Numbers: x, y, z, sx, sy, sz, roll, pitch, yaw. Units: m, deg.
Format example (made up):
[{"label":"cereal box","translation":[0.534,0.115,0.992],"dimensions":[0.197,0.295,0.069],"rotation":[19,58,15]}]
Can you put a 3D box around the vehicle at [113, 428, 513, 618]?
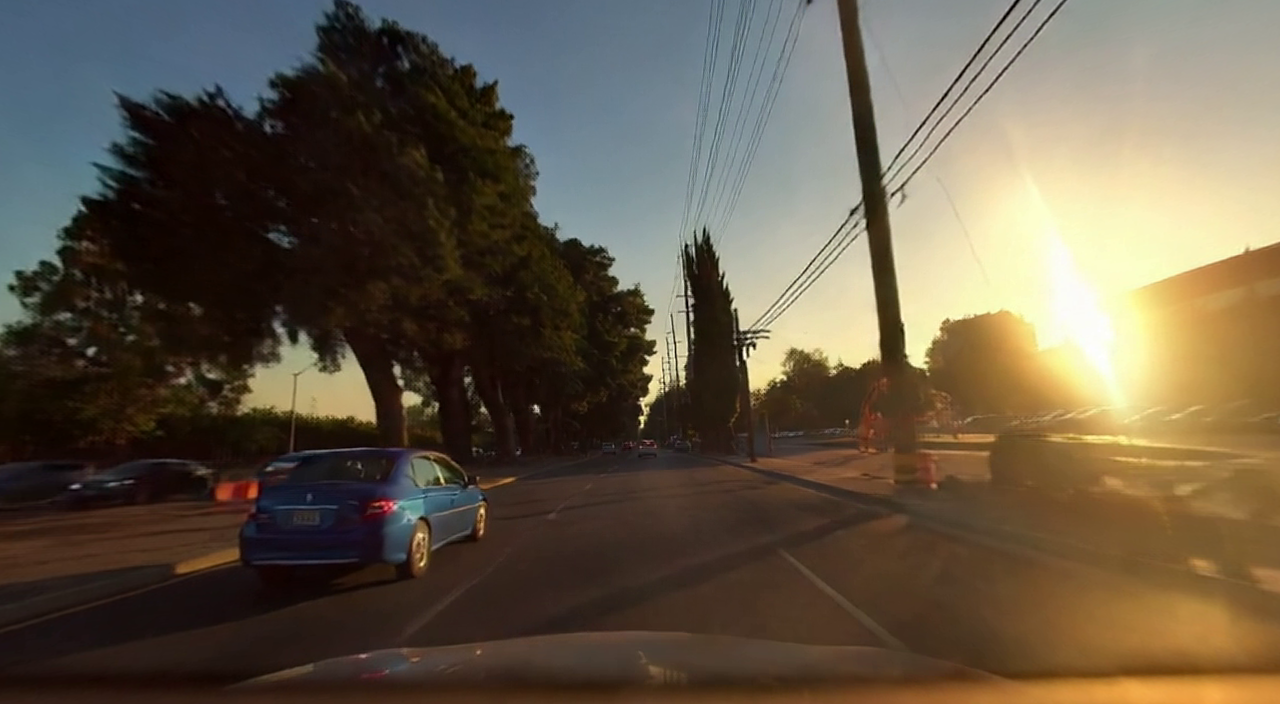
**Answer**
[{"label":"vehicle","translation":[-3.098,1.721,7.484],"dimensions":[2.087,1.480,4.825],"rotation":[0,-8,1]}]

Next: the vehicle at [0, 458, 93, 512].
[{"label":"vehicle","translation":[-21.765,4.538,21.601],"dimensions":[1.919,1.672,4.607],"rotation":[0,-8,0]}]

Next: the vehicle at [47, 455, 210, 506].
[{"label":"vehicle","translation":[-17.183,4.291,21.529],"dimensions":[1.852,1.491,4.306],"rotation":[0,-8,2]}]

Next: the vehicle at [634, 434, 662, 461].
[{"label":"vehicle","translation":[0.570,7.149,47.218],"dimensions":[2.060,1.845,4.151],"rotation":[0,-8,0]}]
